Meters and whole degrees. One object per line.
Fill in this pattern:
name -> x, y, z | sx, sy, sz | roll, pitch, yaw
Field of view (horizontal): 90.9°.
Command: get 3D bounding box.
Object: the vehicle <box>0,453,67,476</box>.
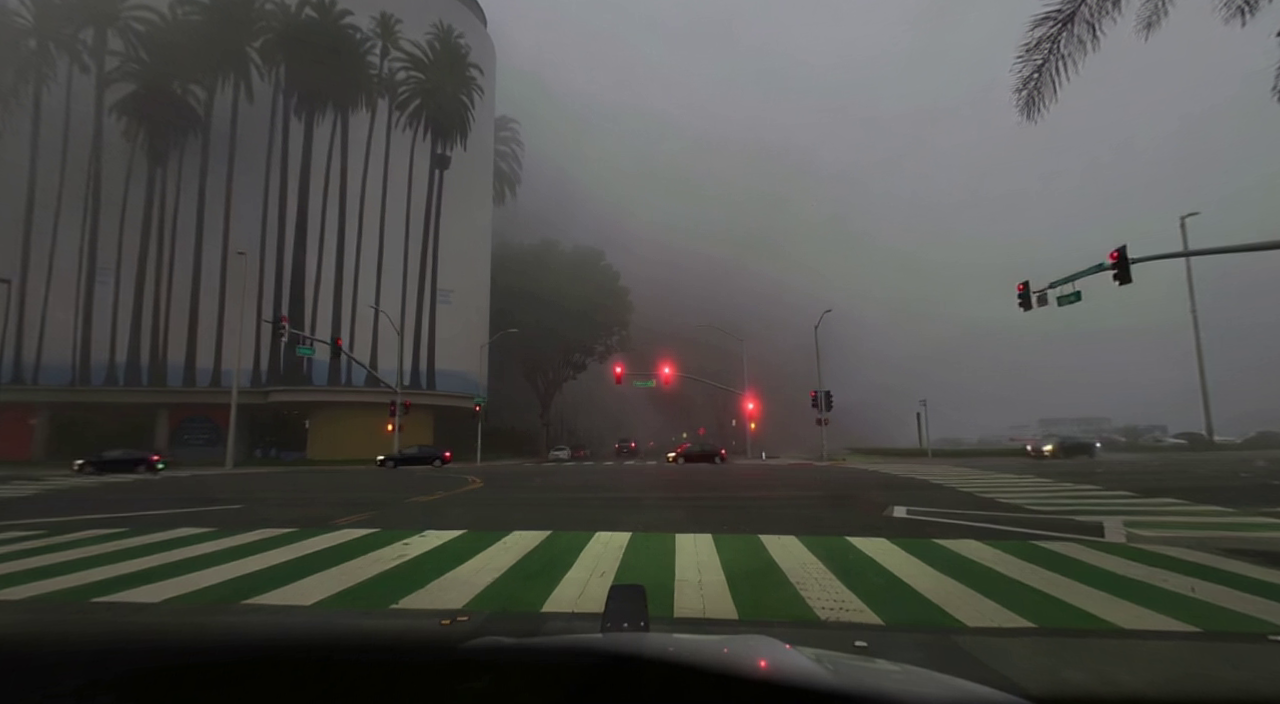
vehicle -> -41.650, 7.613, 42.770 | 3.698, 1.508, 1.779 | 0, -8, 1

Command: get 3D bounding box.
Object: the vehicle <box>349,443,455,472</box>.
vehicle -> -12.453, 5.516, 33.181 | 4.875, 1.461, 1.777 | 0, -8, 2

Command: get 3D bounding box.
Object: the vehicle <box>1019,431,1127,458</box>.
vehicle -> 25.030, 5.364, 36.563 | 4.893, 1.458, 1.791 | 0, -8, 0

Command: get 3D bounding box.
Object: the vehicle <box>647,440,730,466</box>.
vehicle -> 2.796, 5.918, 37.109 | 4.784, 1.465, 1.798 | 0, -8, 1

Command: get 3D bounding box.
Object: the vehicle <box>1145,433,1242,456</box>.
vehicle -> 36.174, 6.025, 41.226 | 4.606, 1.449, 1.687 | 0, -8, 2

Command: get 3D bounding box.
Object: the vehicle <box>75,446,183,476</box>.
vehicle -> -30.154, 6.413, 37.276 | 4.648, 1.665, 1.910 | 0, -8, -1
